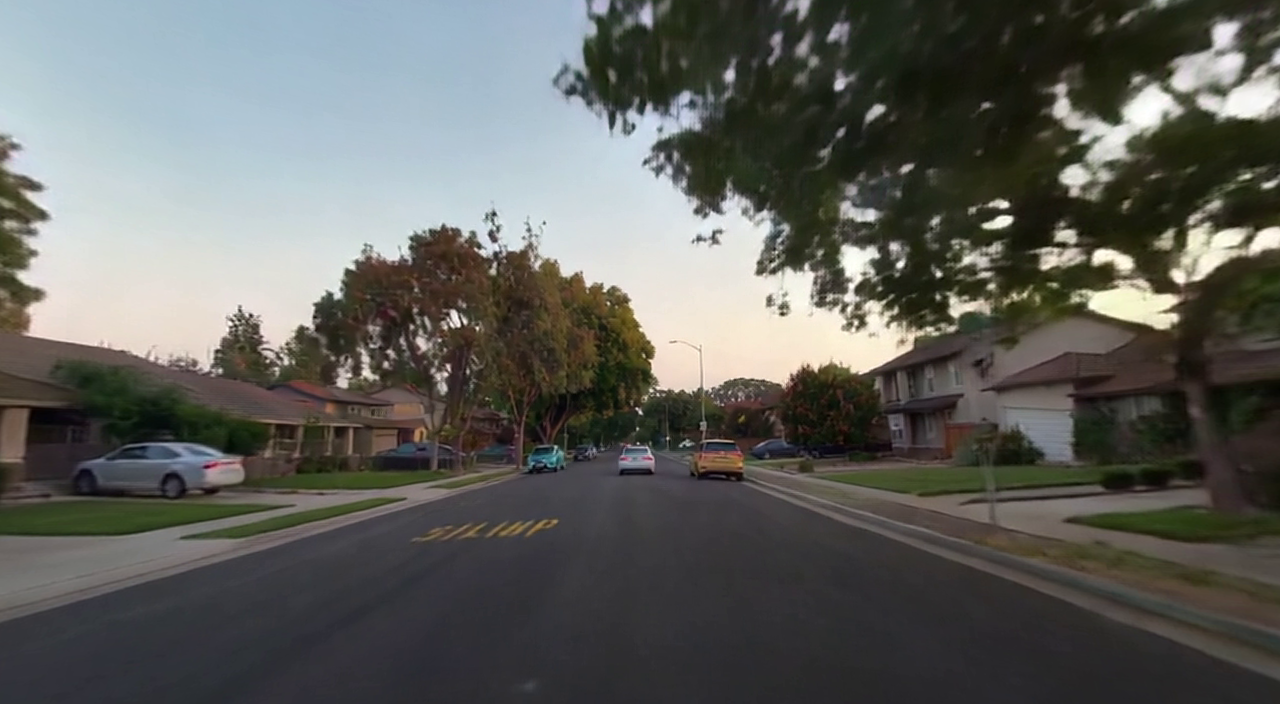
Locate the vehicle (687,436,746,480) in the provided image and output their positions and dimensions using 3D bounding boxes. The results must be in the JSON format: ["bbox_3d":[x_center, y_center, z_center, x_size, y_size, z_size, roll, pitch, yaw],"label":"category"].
[{"bbox_3d":[3.199,4.530,27.250,1.978,1.690,4.306,0,-8,-1],"label":"vehicle"}]

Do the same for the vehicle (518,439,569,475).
[{"bbox_3d":[-5.560,6.083,37.029,2.126,1.816,4.796,-3,-8,1],"label":"vehicle"}]

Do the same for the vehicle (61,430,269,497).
[{"bbox_3d":[-13.442,3.161,18.135,4.253,1.772,1.980,0,-8,-3],"label":"vehicle"}]

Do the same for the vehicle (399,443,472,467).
[{"bbox_3d":[-13.328,6.751,41.435,4.129,1.523,1.839,0,-8,0],"label":"vehicle"}]

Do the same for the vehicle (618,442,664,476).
[{"bbox_3d":[0.038,4.902,29.309,2.000,1.449,4.006,0,-8,0],"label":"vehicle"}]
